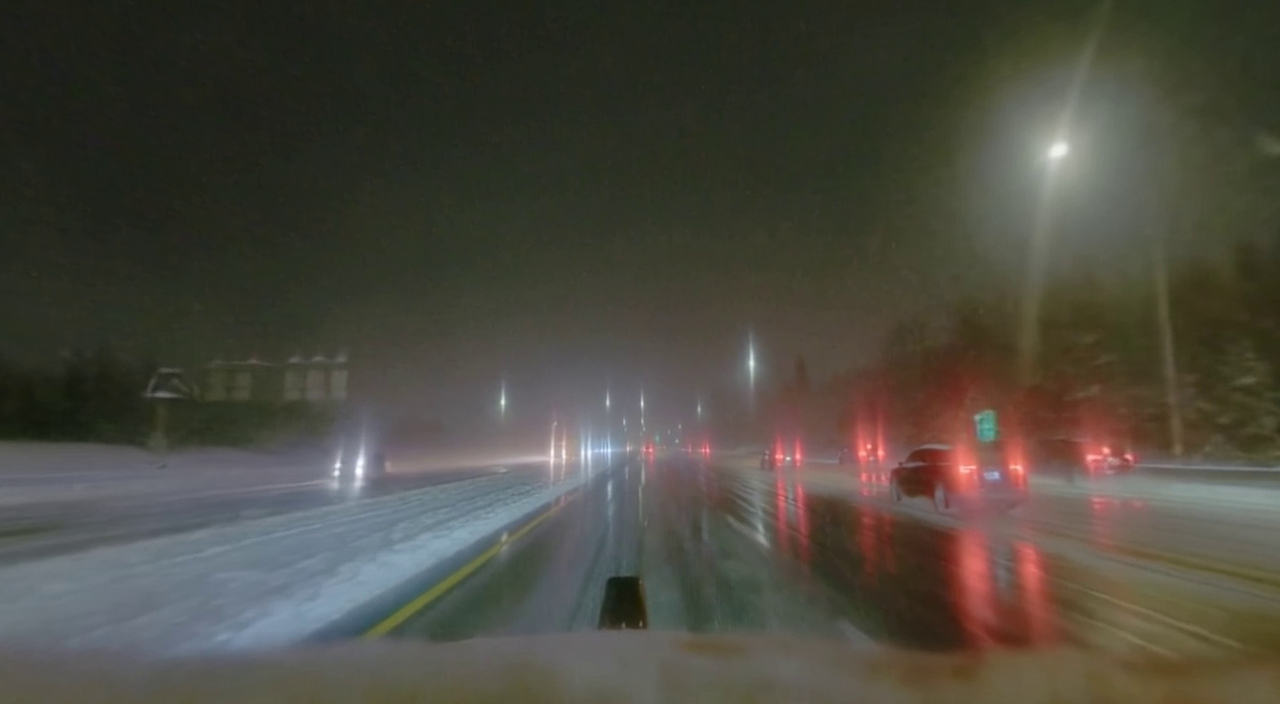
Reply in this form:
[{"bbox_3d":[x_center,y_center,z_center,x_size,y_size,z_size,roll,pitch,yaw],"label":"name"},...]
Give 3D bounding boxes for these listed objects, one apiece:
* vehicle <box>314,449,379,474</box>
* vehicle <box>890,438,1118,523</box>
[{"bbox_3d":[-18.752,6.998,40.535,1.892,1.493,4.485,-1,-8,2],"label":"vehicle"},{"bbox_3d":[7.670,2.717,14.051,2.093,1.525,4.865,0,-8,-1],"label":"vehicle"}]
